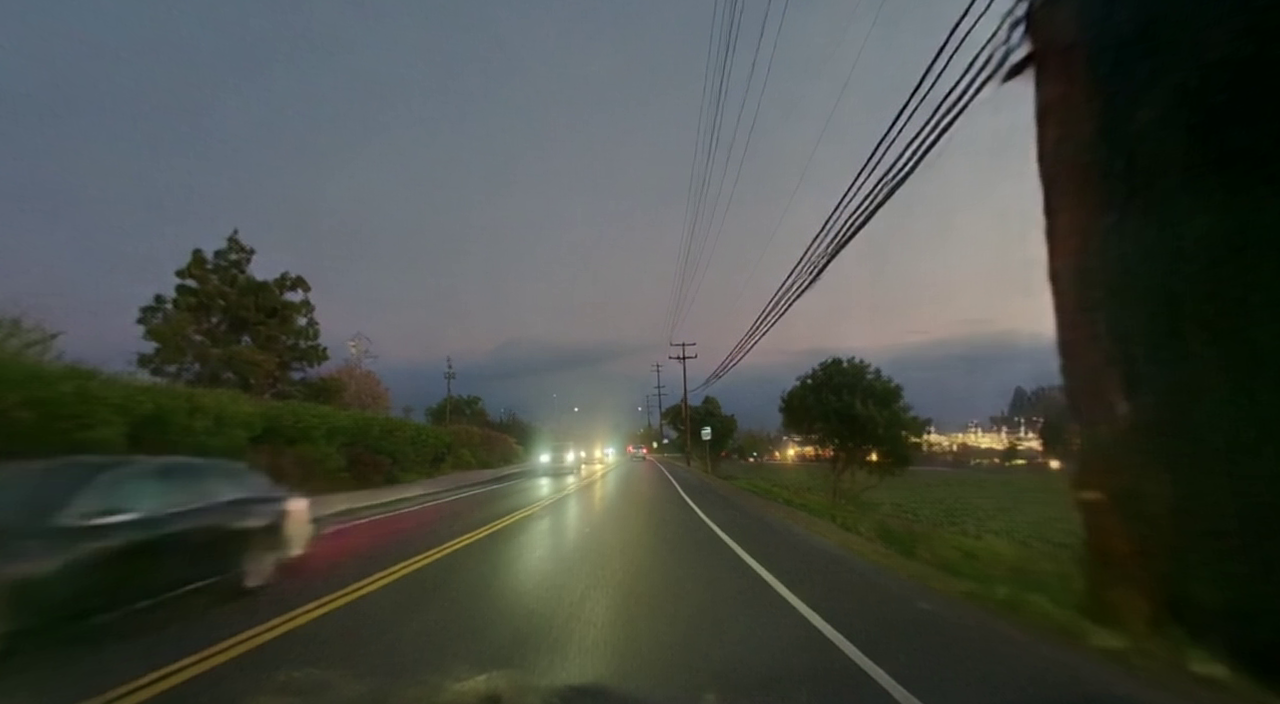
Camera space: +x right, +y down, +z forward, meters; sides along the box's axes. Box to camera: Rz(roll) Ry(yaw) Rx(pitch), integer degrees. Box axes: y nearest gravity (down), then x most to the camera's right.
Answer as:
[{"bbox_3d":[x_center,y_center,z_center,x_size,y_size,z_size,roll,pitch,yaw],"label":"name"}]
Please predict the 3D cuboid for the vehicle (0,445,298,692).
[{"bbox_3d":[-4.854,1.450,4.749,2.069,1.471,4.226,-1,-9,2],"label":"vehicle"}]

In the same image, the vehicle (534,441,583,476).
[{"bbox_3d":[-4.571,6.054,36.140,2.225,1.872,4.588,0,-9,0],"label":"vehicle"}]
